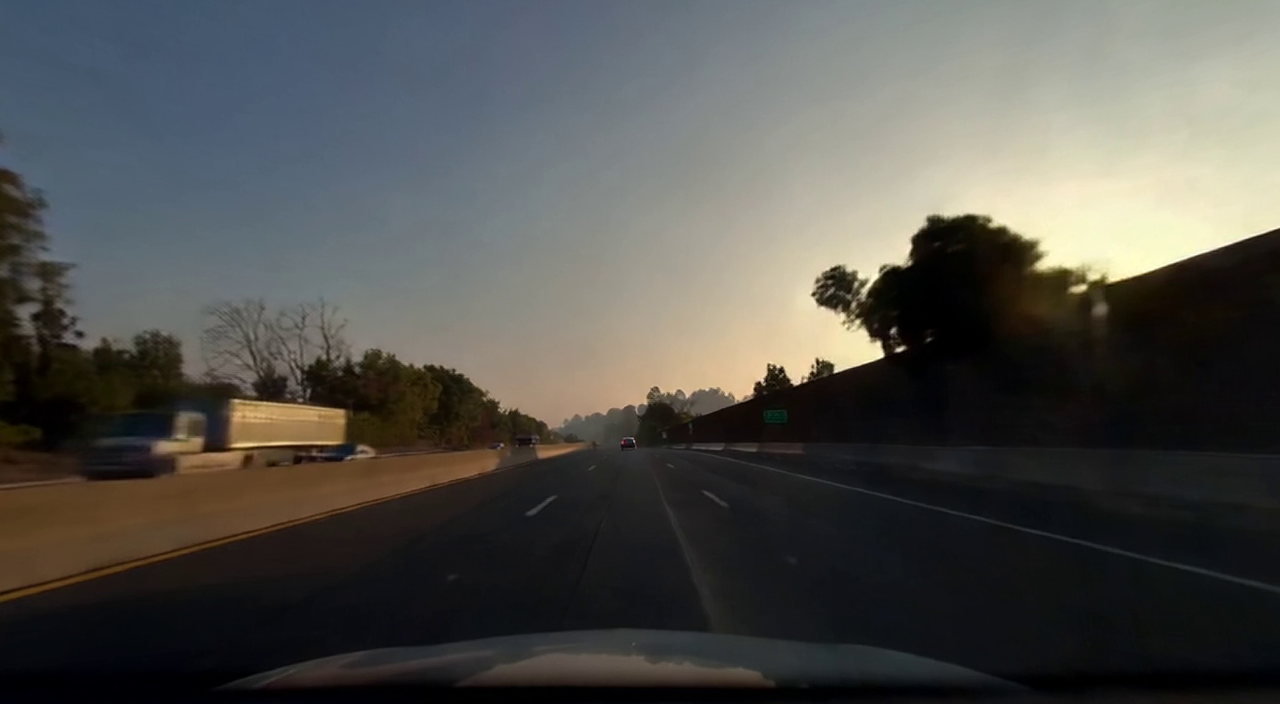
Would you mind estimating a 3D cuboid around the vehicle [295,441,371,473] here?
[{"bbox_3d":[-16.109,5.508,33.353,1.962,1.560,4.033,0,-8,0],"label":"vehicle"}]

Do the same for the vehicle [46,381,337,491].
[{"bbox_3d":[-20.693,4.224,31.816,3.002,4.093,16.312,0,-8,-1],"label":"vehicle"}]
